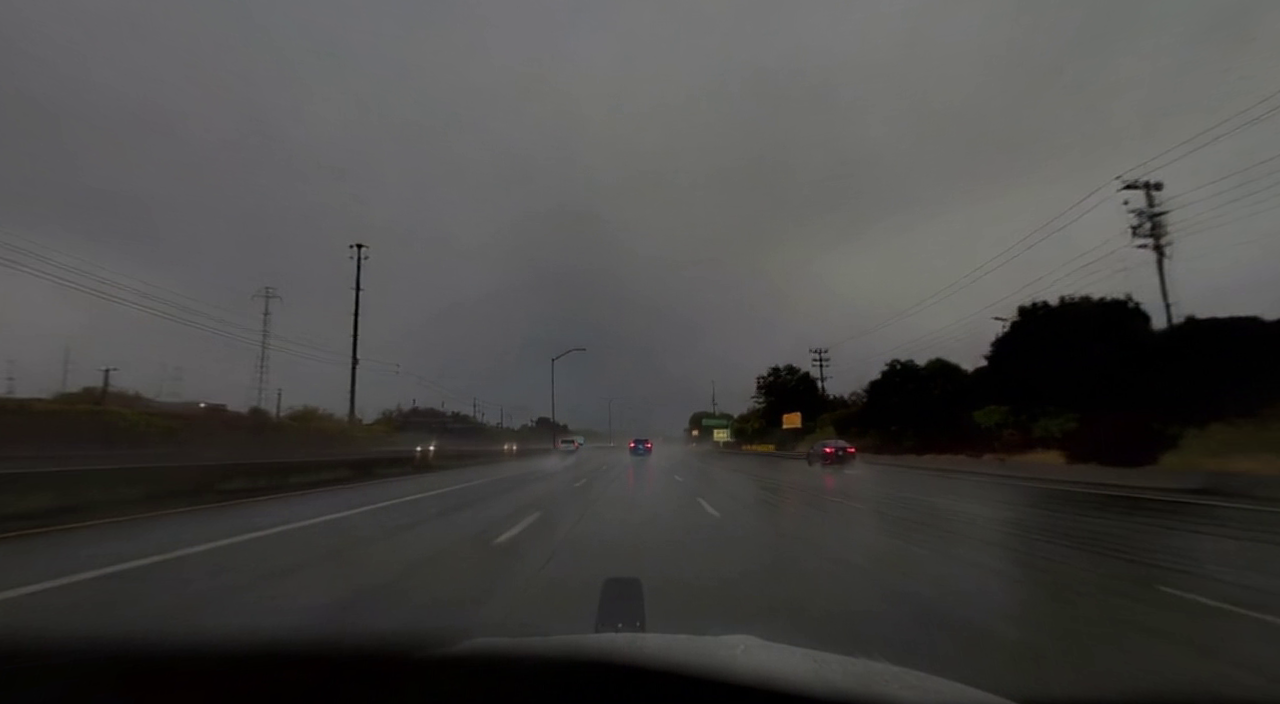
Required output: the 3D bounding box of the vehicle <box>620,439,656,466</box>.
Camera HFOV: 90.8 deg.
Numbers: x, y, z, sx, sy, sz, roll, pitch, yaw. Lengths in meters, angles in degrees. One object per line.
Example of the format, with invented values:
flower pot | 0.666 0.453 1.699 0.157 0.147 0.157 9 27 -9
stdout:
vehicle | -0.155 6.186 38.921 2.074 1.574 3.971 0 -8 -1
